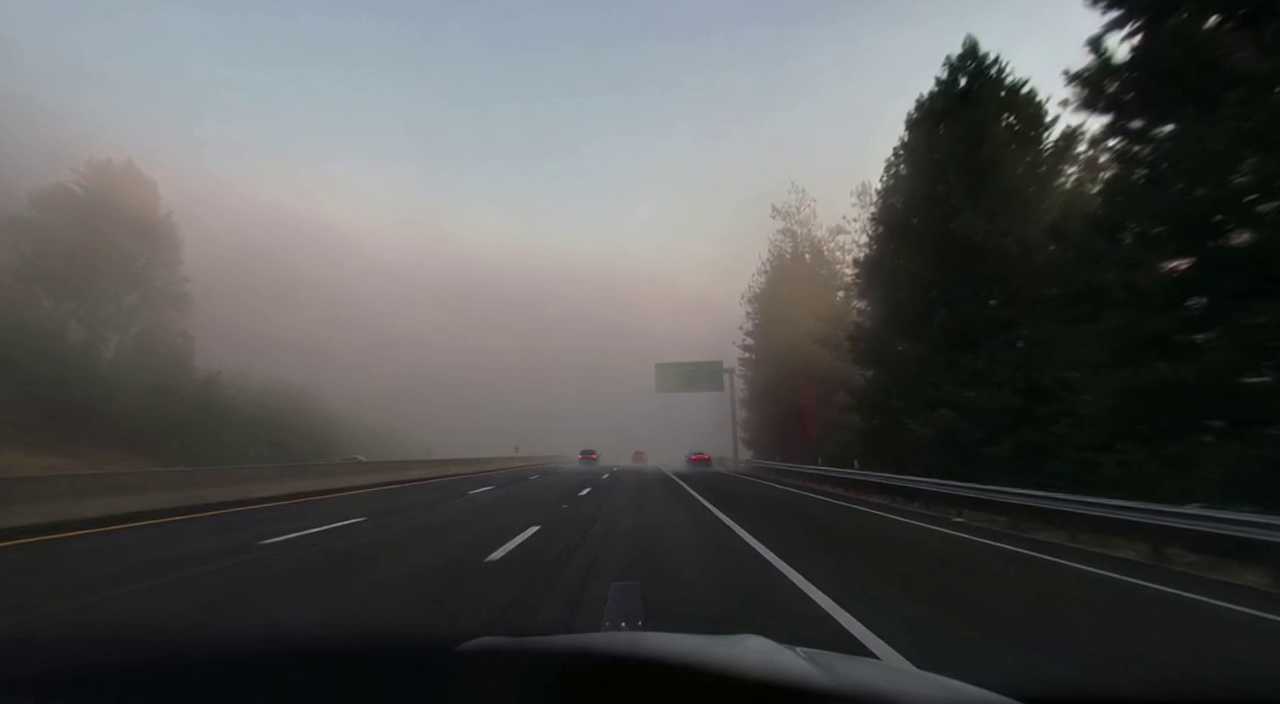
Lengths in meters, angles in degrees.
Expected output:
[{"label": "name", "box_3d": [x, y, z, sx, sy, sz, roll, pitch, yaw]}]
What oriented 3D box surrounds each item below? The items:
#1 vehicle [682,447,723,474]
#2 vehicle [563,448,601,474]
[{"label": "vehicle", "box_3d": [3.650, 6.453, 37.700, 2.019, 1.475, 4.301, 0, -9, 0]}, {"label": "vehicle", "box_3d": [-3.425, 6.534, 37.955, 1.955, 1.468, 3.637, 0, -9, 0]}]
